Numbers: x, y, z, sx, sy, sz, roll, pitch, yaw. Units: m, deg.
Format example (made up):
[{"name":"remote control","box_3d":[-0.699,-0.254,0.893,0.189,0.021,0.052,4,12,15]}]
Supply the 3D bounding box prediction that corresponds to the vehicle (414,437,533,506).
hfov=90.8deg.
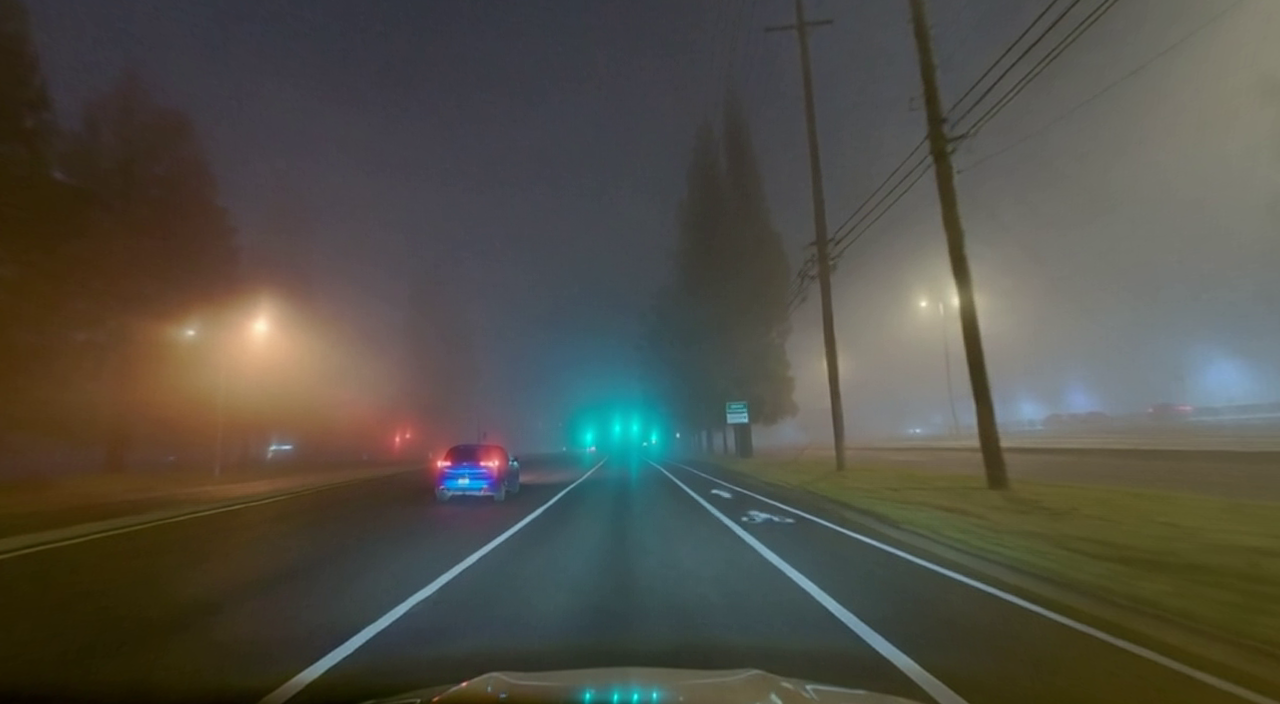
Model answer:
[{"name":"vehicle","box_3d":[-3.981,2.904,15.874,1.964,1.472,4.078,0,-8,-2]}]
